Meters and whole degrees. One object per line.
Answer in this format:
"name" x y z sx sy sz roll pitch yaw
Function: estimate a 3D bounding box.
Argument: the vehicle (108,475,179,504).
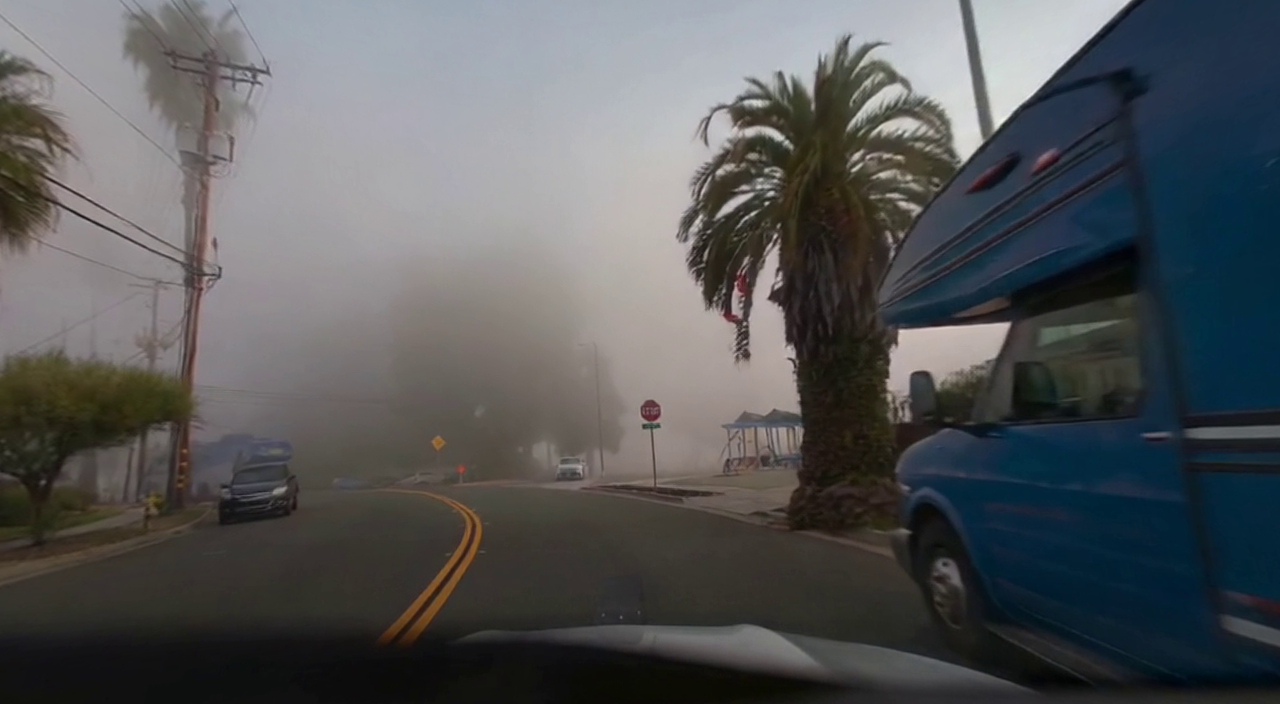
"vehicle" -34.343 9.468 43.695 4.527 1.732 2.059 -5 -9 27

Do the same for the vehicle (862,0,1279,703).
"vehicle" 3.108 -0.211 0.816 2.853 3.082 7.767 0 -8 1

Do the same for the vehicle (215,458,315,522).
"vehicle" -10.917 3.960 18.713 2.085 1.545 4.340 4 -9 -25

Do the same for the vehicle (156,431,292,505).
"vehicle" -24.710 6.653 37.136 11.364 3.720 3.216 -7 -11 39

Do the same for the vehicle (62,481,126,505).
"vehicle" -40.193 10.353 46.489 4.164 1.504 2.025 -5 -10 27

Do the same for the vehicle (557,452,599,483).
"vehicle" -4.417 7.948 43.932 2.508 1.887 5.930 1 -8 -9
